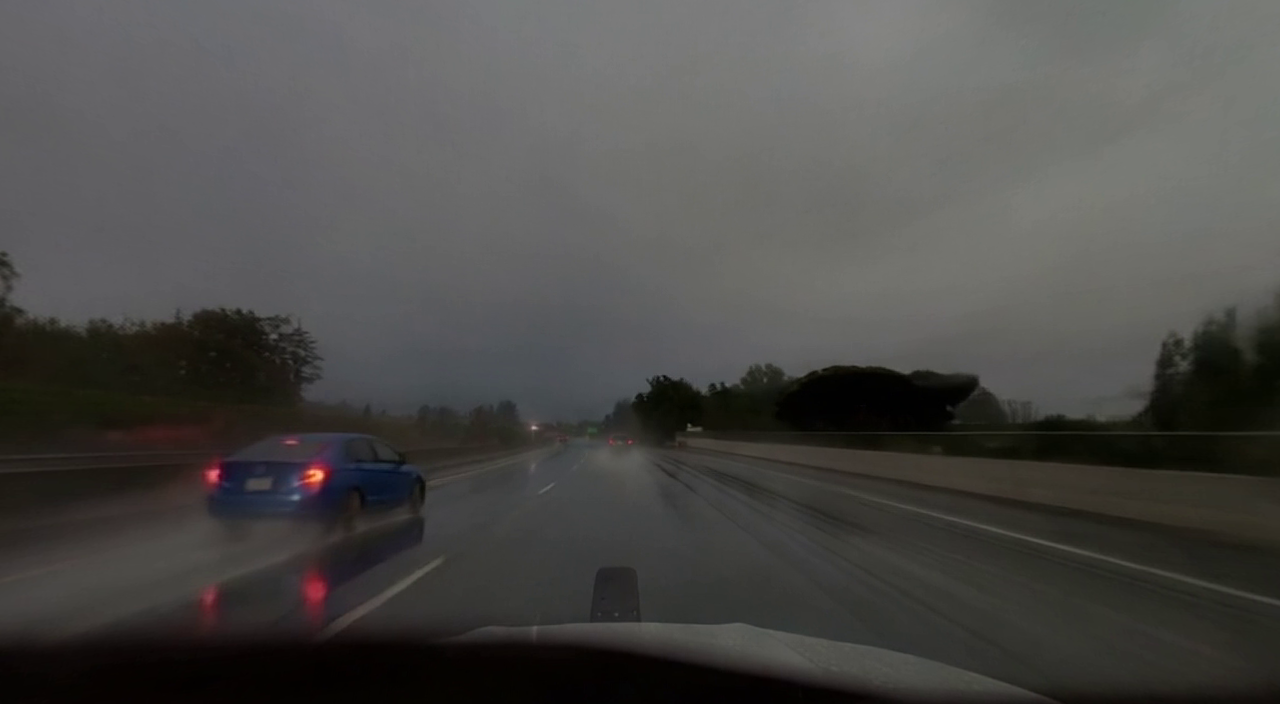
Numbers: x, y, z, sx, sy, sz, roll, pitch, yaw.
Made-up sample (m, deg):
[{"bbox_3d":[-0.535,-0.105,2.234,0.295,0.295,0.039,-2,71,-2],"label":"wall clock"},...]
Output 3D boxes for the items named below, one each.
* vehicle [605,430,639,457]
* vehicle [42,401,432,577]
[{"bbox_3d":[-1.168,5.780,39.954,2.041,1.618,3.898,0,-8,-3],"label":"vehicle"},{"bbox_3d":[-4.561,1.602,8.357,2.039,1.627,4.844,0,-8,-1],"label":"vehicle"}]
